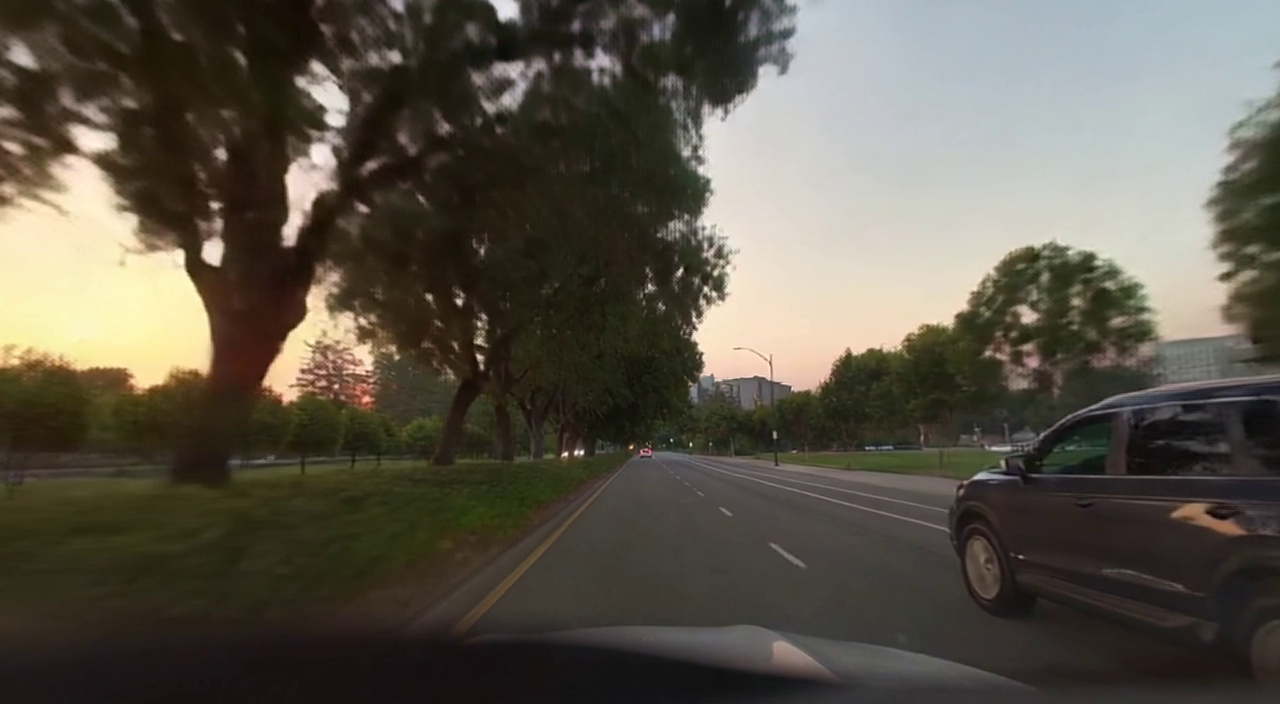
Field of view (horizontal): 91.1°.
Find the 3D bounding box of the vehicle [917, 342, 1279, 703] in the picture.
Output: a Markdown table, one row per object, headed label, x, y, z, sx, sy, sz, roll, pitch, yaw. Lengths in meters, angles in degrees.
| label | x | y | z | sx | sy | sz | roll | pitch | yaw |
| --- | --- | --- | --- | --- | --- | --- | --- | --- | --- |
| vehicle | 3.665 | 0.968 | 3.351 | 2.087 | 1.759 | 5.040 | 0 | -9 | 0 |
